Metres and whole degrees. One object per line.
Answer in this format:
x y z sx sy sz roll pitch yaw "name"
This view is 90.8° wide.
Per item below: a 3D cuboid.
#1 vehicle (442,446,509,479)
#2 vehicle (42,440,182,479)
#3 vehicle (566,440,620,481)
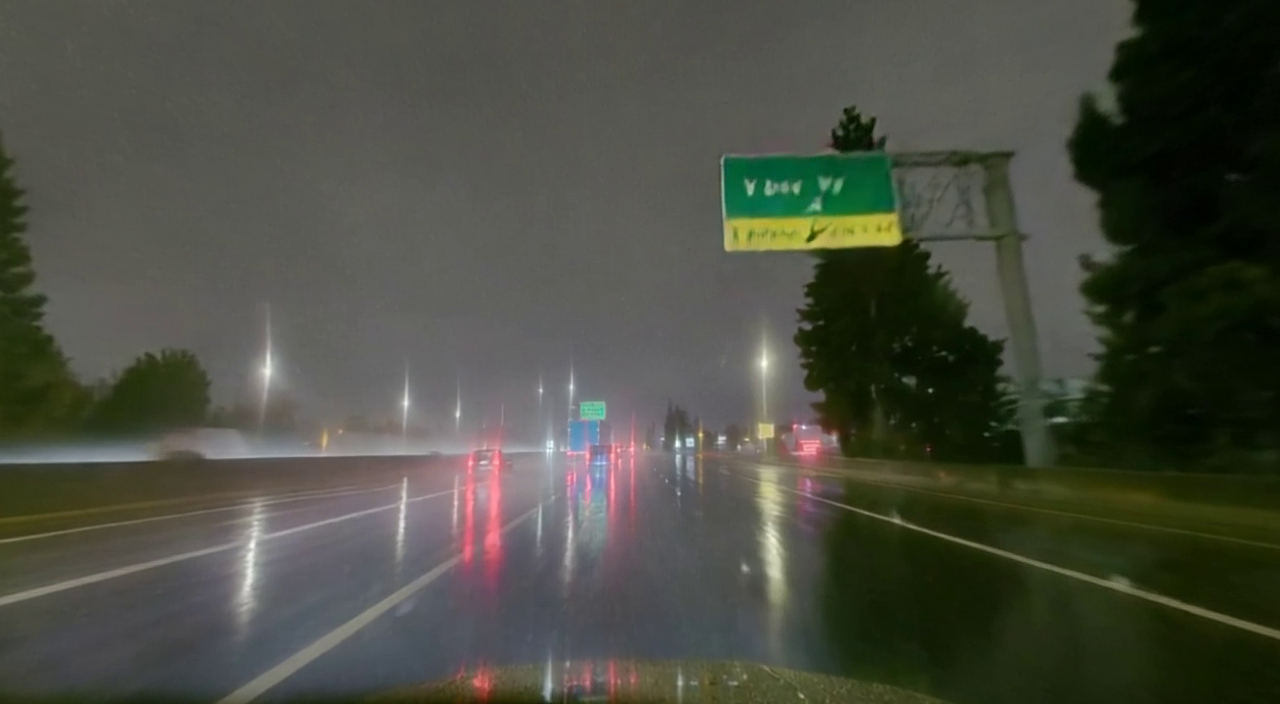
-7.794 5.252 30.344 2.026 1.477 4.467 0 -9 0 "vehicle"
-23.182 4.742 28.061 2.022 1.562 4.859 0 -9 0 "vehicle"
-1.996 4.758 28.008 2.033 1.669 4.112 0 -9 1 "vehicle"
